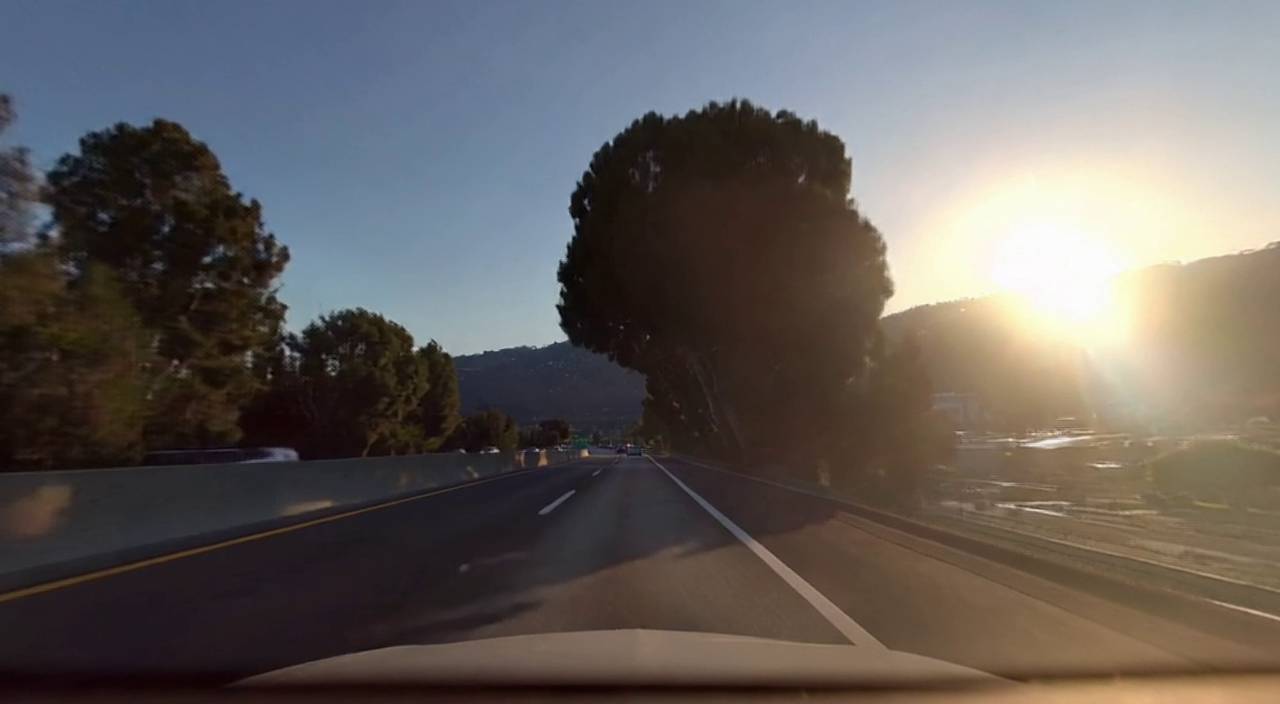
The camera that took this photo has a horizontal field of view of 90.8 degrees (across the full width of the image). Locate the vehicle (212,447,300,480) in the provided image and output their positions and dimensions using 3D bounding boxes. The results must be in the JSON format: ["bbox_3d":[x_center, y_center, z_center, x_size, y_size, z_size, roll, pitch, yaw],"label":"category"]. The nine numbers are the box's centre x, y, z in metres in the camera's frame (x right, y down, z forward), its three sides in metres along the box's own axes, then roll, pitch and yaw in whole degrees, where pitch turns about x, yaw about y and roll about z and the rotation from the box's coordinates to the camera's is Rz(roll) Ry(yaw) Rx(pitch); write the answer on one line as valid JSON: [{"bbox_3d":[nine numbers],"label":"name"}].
[{"bbox_3d":[-21.871,6.333,36.251,2.198,1.735,4.468,0,-9,0],"label":"vehicle"}]

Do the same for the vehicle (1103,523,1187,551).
[{"bbox_3d":[35.660,13.064,44.699,3.995,1.648,2.144,0,-8,2],"label":"vehicle"}]
